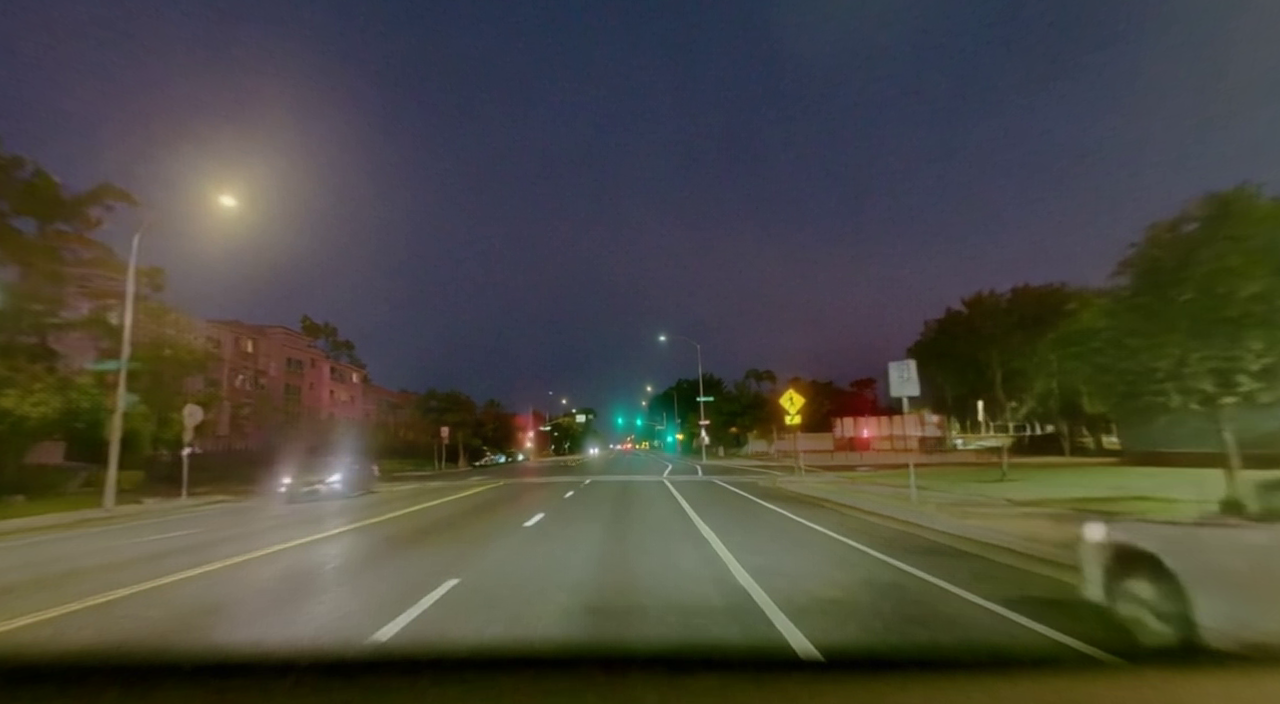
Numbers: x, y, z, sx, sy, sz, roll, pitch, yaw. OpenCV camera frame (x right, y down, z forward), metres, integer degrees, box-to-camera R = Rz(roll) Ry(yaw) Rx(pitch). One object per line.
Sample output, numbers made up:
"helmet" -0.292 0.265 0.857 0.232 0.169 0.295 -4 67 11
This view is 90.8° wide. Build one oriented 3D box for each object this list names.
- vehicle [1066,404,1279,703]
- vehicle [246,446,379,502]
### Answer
"vehicle" 4.047 0.864 1.887 2.072 1.536 4.918 0 -8 -1
"vehicle" -10.350 3.859 20.431 2.022 1.569 4.275 0 -8 0
